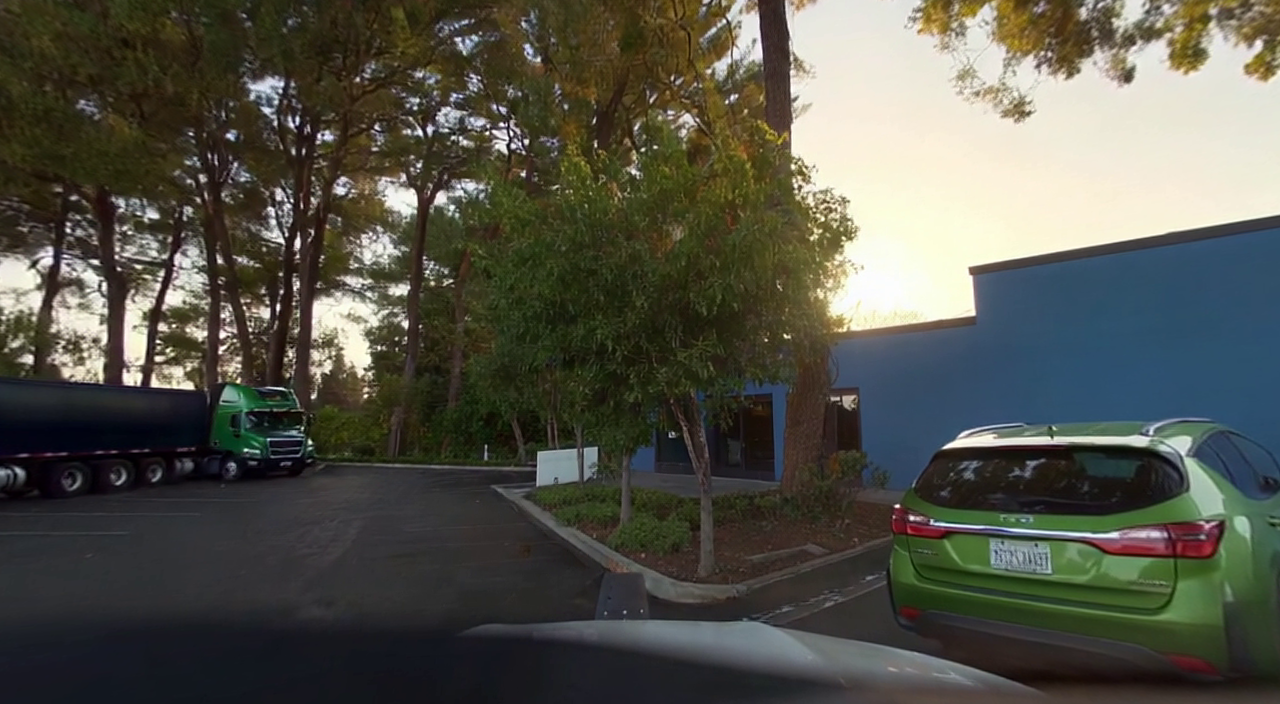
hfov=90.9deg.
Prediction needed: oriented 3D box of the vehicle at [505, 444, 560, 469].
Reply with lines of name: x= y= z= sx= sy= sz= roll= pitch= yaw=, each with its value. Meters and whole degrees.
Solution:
vehicle: x=-6.775 y=6.636 z=40.199 sx=1.809 sy=1.506 sz=3.473 roll=-4 pitch=-10 yaw=24

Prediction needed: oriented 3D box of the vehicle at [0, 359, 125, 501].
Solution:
vehicle: x=-21.988 y=2.744 z=21.063 sx=11.512 sy=3.871 sz=3.038 roll=-5 pitch=-10 yaw=29

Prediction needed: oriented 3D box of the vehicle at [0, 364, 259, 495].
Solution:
vehicle: x=-19.631 y=3.064 z=23.834 sx=11.906 sy=4.069 sz=2.948 roll=-5 pitch=-10 yaw=28
